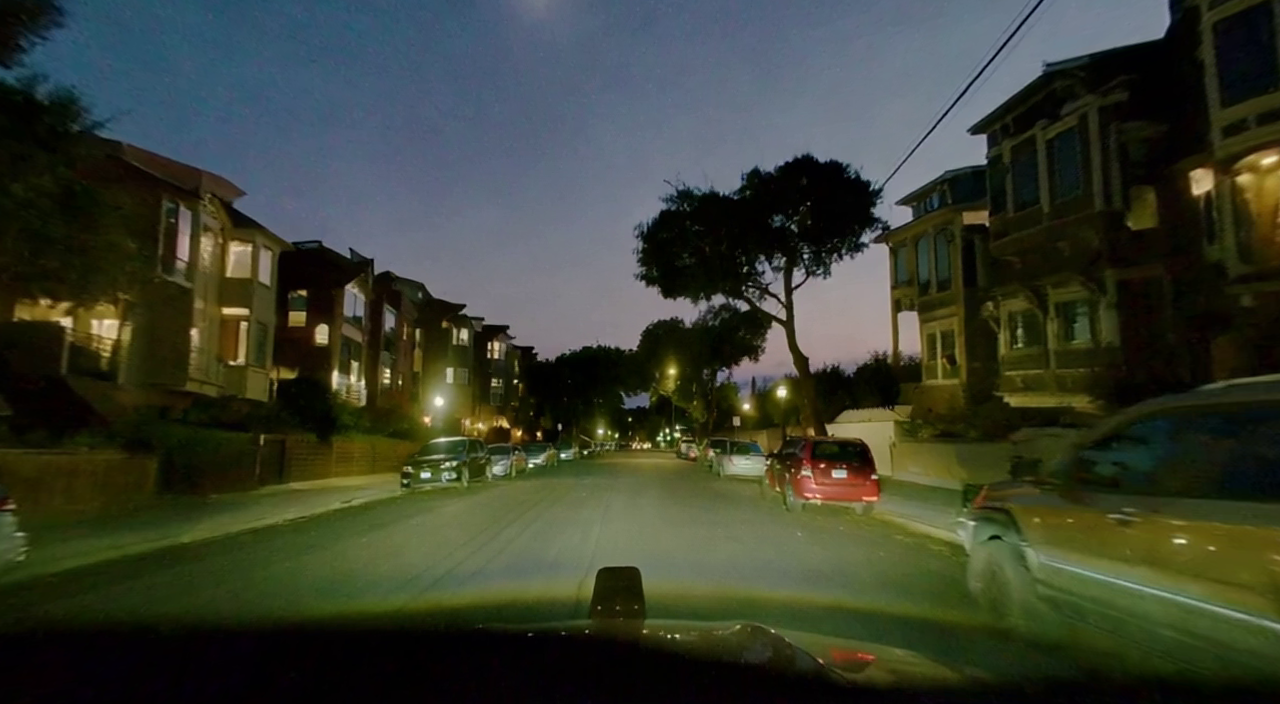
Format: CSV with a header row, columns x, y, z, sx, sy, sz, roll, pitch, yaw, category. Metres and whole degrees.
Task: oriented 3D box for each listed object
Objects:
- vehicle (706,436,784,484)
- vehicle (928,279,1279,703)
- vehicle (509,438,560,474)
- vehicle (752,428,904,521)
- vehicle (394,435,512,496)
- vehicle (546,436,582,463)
x,y,z,sx,sy,sz,roll,pitch,yaw,category
3.564,3.769,22.340,1.881,1.482,4.531,0,-8,-2,vehicle
3.410,0.751,2.568,2.140,1.937,4.915,0,-8,0,vehicle
-5.571,5.484,33.804,1.901,1.475,4.425,-4,-6,0,vehicle
3.636,2.439,13.112,1.909,1.595,4.136,0,-8,1,vehicle
-5.760,3.556,20.186,2.169,1.574,5.016,-3,-9,1,vehicle
-5.546,7.217,46.700,2.106,1.760,4.573,-4,-9,-1,vehicle
